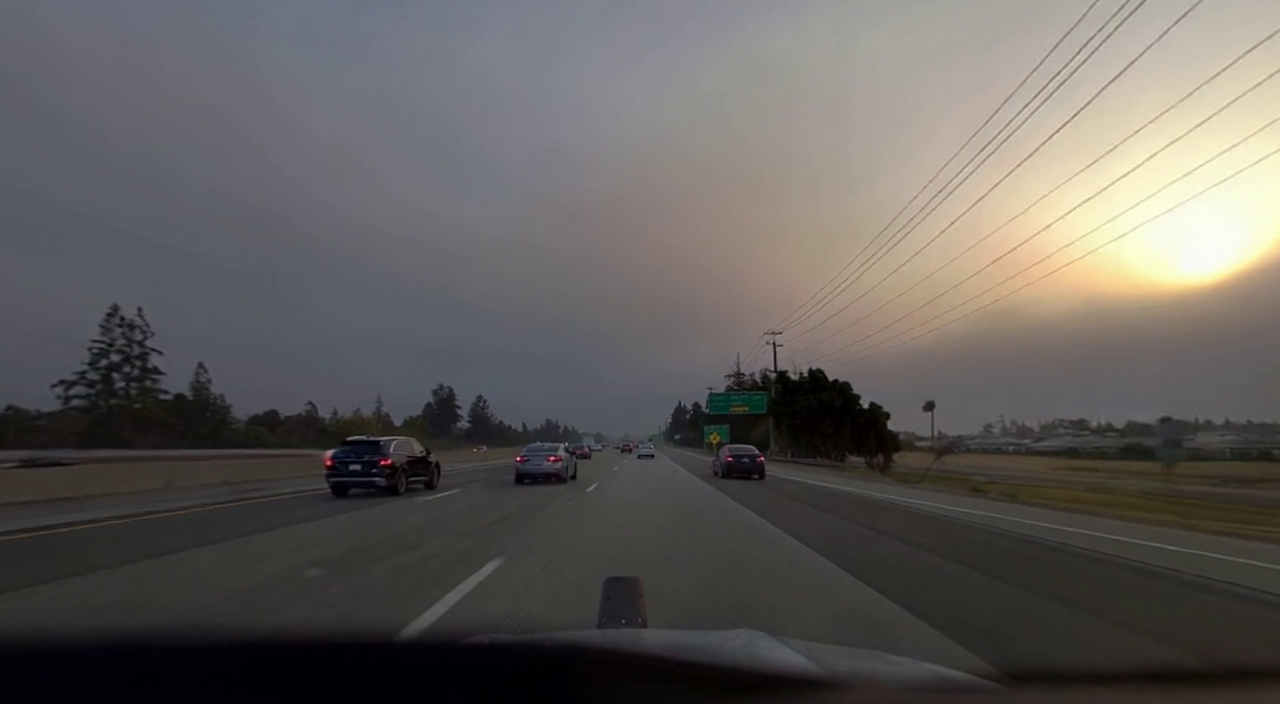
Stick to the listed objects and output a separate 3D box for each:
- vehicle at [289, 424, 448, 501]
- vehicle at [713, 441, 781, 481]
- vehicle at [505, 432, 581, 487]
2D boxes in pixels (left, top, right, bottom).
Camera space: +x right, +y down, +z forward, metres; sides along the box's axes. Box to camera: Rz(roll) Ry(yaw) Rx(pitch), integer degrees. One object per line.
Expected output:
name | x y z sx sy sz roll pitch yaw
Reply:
vehicle | -7.246 2.996 17.558 2.162 1.805 4.853 0 -8 2
vehicle | 4.260 4.389 25.795 1.964 1.479 4.252 0 -8 -1
vehicle | -3.250 3.682 21.967 1.961 1.704 4.052 0 -8 1
